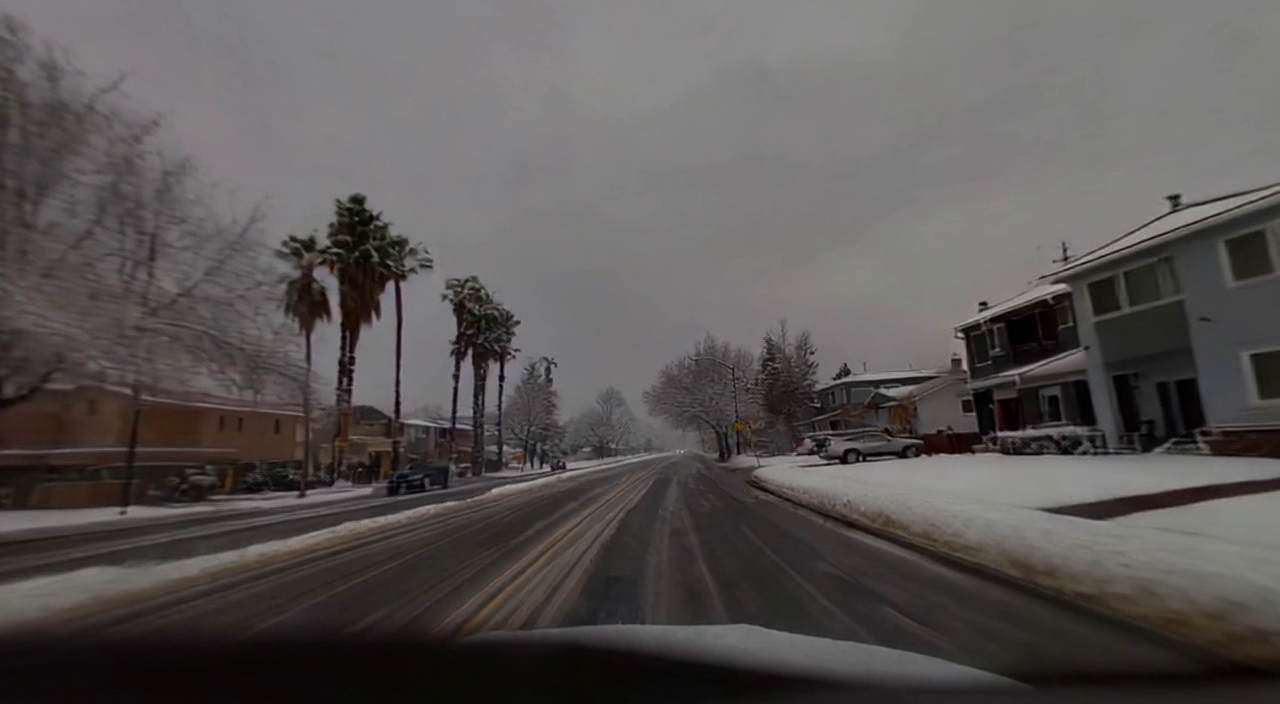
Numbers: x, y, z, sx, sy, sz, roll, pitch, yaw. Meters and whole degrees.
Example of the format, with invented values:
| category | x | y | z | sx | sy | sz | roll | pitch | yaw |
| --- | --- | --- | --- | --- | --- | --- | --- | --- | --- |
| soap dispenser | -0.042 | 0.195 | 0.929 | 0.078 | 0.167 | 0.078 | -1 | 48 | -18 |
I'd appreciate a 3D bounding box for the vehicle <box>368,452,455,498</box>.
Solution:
| category | x | y | z | sx | sy | sz | roll | pitch | yaw |
| --- | --- | --- | --- | --- | --- | --- | --- | --- | --- |
| vehicle | -10.053 | 5.397 | 28.178 | 2.001 | 1.725 | 4.504 | -4 | -9 | 4 |
